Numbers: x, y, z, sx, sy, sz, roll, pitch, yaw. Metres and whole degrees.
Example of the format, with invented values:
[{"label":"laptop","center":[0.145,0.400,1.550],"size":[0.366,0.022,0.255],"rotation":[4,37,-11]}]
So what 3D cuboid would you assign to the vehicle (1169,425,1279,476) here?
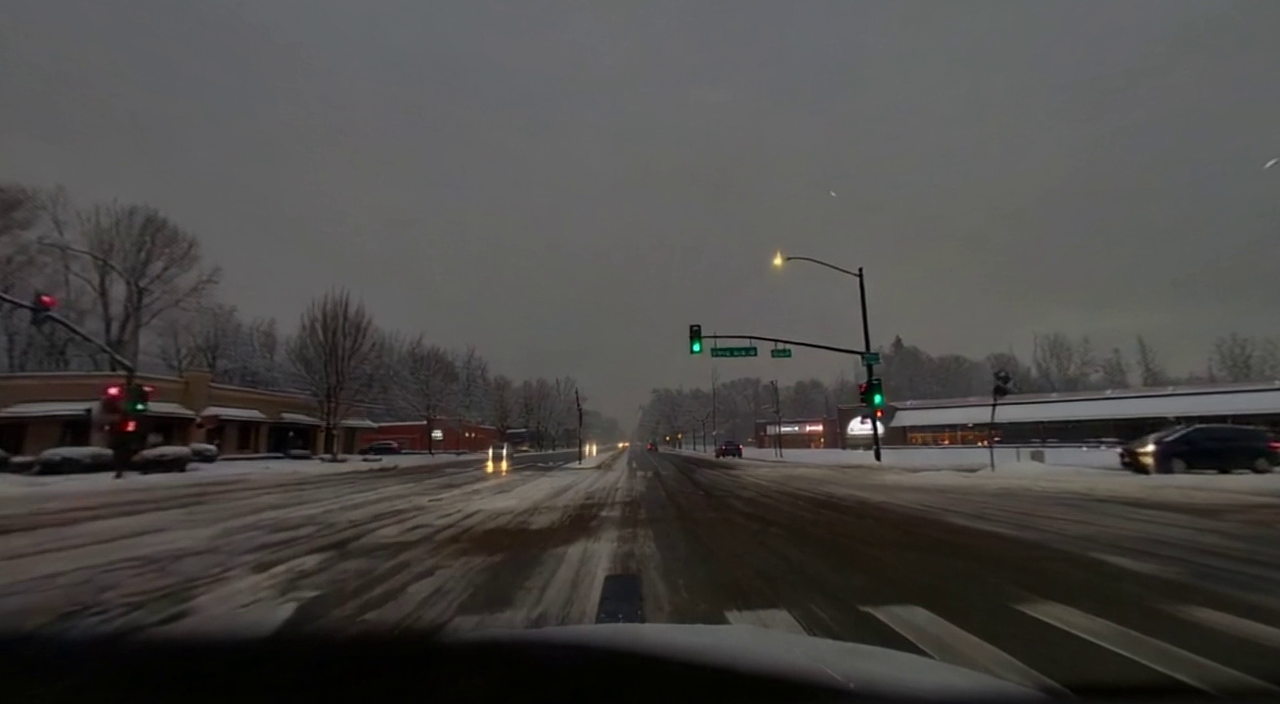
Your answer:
[{"label":"vehicle","center":[19.613,3.048,19.616],"size":[4.722,1.477,1.964],"rotation":[1,-9,-4]}]

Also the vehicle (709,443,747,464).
[{"label":"vehicle","center":[6.261,7.286,45.365],"size":[1.916,1.437,4.327],"rotation":[0,-9,-3]}]
